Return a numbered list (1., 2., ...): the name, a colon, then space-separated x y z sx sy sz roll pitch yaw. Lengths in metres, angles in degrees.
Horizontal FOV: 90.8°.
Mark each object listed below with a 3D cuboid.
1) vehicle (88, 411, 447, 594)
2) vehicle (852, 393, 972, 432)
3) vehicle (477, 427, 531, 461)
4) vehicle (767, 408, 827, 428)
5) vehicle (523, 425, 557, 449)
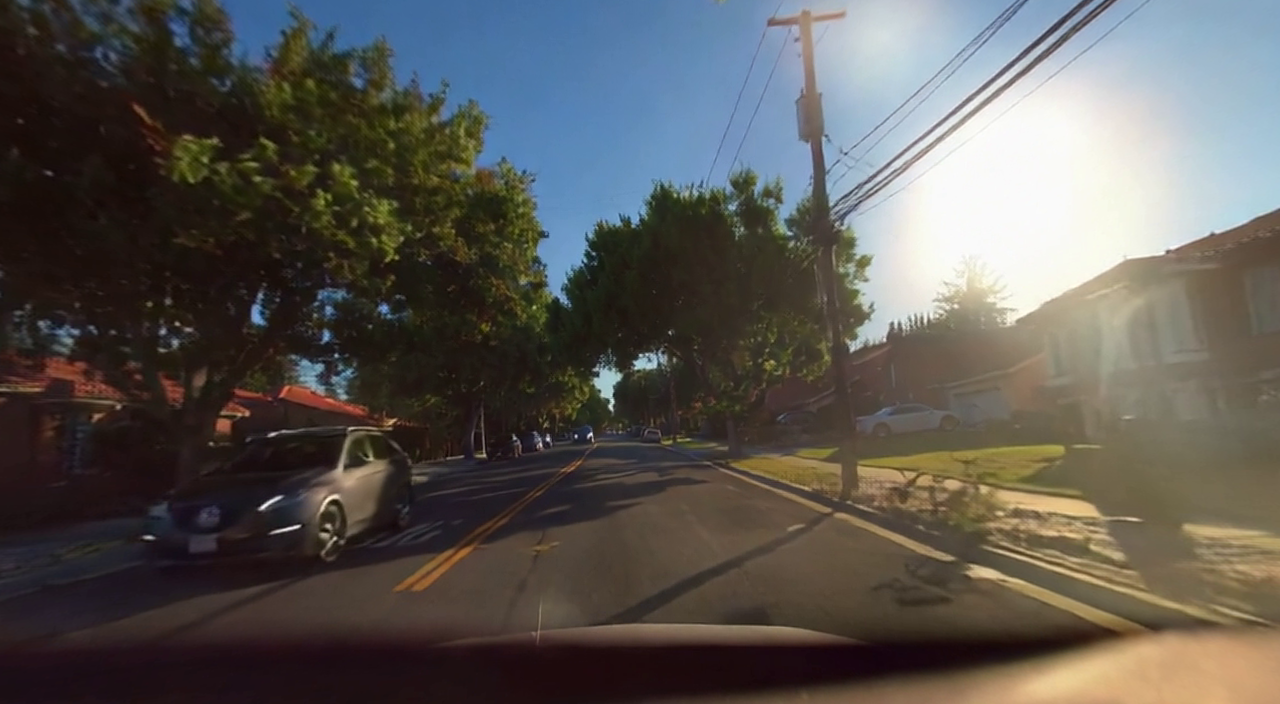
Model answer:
1. vehicle: -4.202 1.699 8.227 1.973 1.683 4.400 -1 -7 0
2. vehicle: 11.910 2.710 27.944 4.389 1.480 2.038 -3 -7 8
3. vehicle: -7.126 4.844 33.624 2.031 1.662 4.194 -1 -7 -1
4. vehicle: 12.160 5.159 49.052 4.370 1.433 1.889 -3 -8 11
5. vehicle: -7.528 6.423 48.012 2.033 1.721 4.328 -1 -7 -2
